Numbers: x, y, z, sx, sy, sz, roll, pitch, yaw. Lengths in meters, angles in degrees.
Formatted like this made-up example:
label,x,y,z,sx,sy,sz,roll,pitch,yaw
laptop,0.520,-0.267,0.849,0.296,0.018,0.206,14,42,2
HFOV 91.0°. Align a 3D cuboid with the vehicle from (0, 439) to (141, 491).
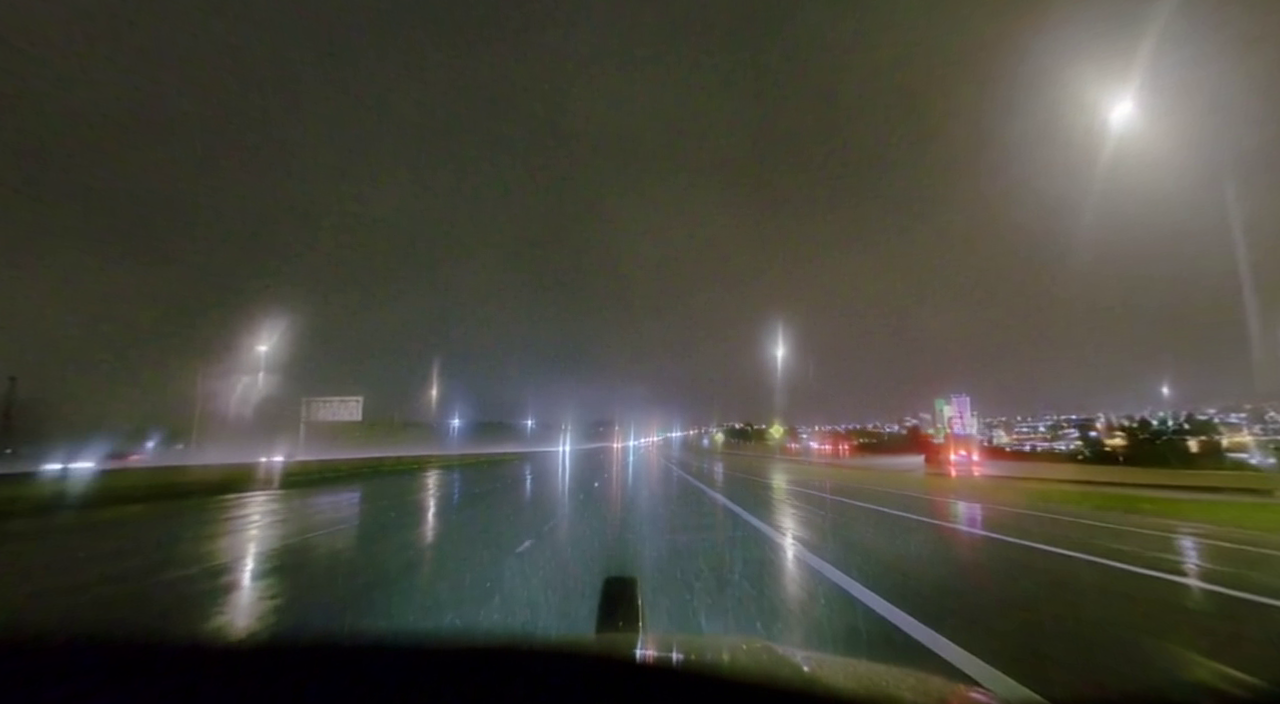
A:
label,x,y,z,sx,sy,sz,roll,pitch,yaw
vehicle,-19.036,3.669,20.706,1.784,1.512,4.079,0,-9,1
